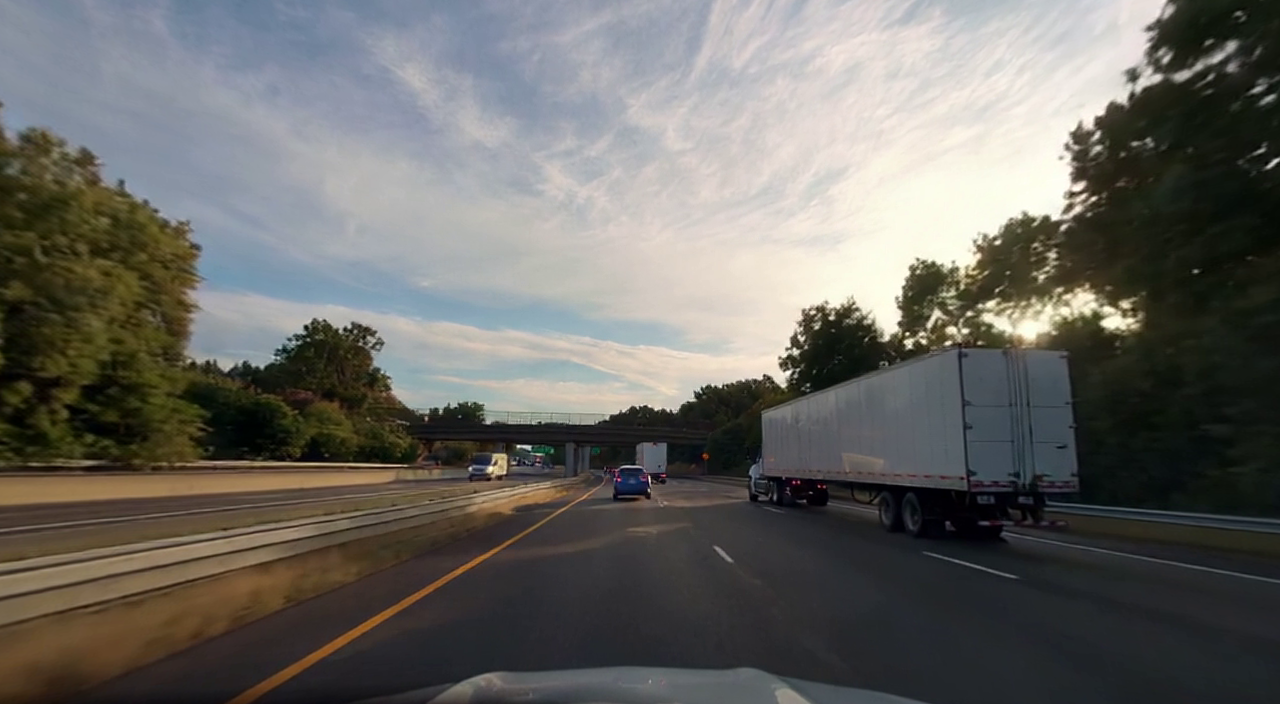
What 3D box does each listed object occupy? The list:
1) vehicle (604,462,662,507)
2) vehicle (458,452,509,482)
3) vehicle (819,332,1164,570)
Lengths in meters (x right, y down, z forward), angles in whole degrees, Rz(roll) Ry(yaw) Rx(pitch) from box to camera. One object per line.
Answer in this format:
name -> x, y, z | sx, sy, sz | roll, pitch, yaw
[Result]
vehicle -> -0.253, 5.101, 24.405 | 2.067, 1.552, 3.601 | 1, -11, -1
vehicle -> -10.391, 7.734, 42.277 | 1.997, 1.794, 5.701 | 1, -11, -1
vehicle -> 6.597, 2.242, 13.937 | 2.839, 3.684, 8.091 | 1, -11, 0
